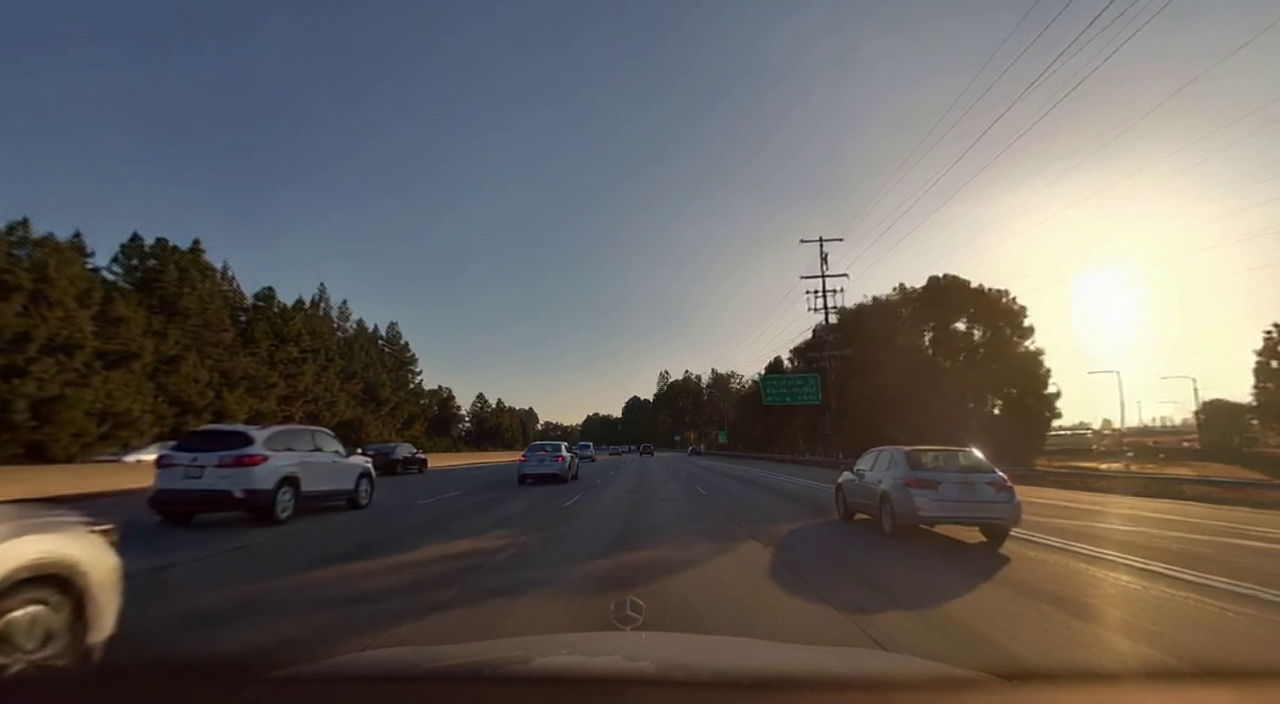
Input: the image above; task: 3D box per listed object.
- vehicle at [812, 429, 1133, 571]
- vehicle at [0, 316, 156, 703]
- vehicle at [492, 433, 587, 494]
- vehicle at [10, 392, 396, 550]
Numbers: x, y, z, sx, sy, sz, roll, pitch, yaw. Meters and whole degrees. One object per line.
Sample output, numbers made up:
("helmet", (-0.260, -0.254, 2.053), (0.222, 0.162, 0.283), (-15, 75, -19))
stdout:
("vehicle", (4.144, 1.901, 9.014), (2.022, 1.472, 4.678), (0, -8, 0))
("vehicle", (-3.402, 0.531, 0.643), (2.133, 1.775, 4.530), (0, -8, 1))
("vehicle", (-2.991, 3.447, 19.896), (2.133, 1.668, 4.505), (0, -8, 2))
("vehicle", (-6.827, 1.973, 11.146), (2.658, 2.048, 5.689), (0, -8, 1))
